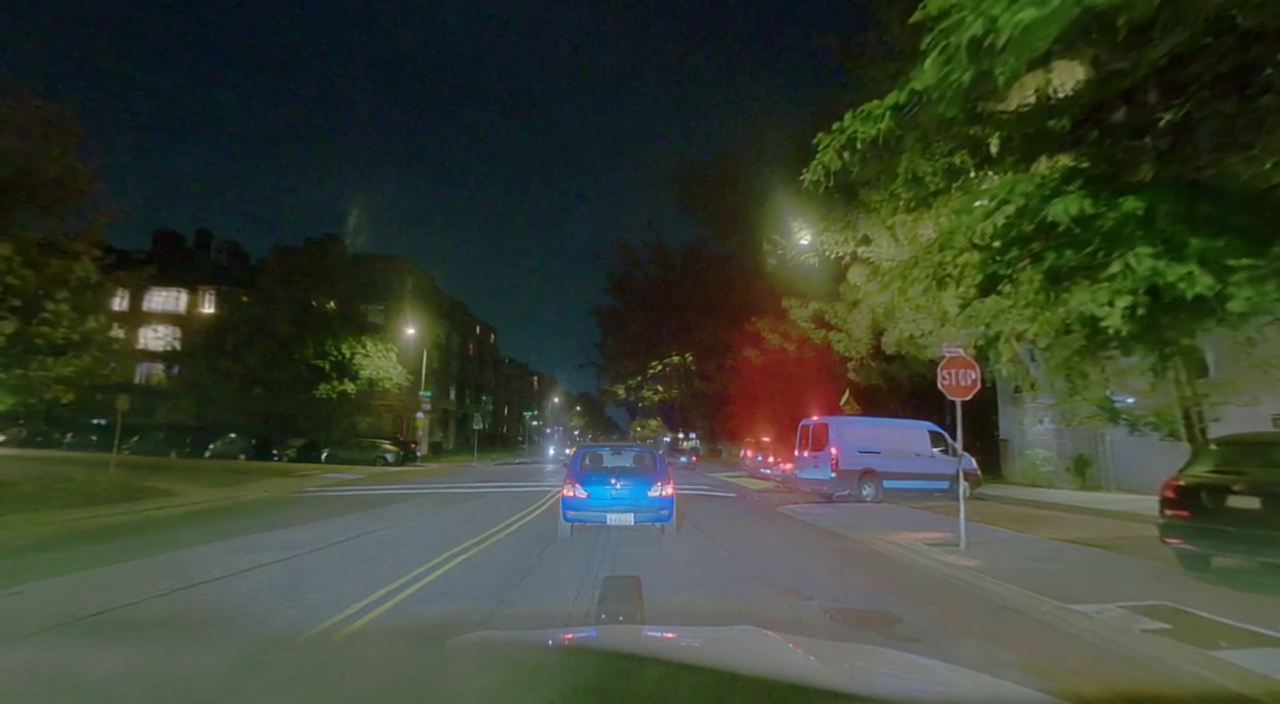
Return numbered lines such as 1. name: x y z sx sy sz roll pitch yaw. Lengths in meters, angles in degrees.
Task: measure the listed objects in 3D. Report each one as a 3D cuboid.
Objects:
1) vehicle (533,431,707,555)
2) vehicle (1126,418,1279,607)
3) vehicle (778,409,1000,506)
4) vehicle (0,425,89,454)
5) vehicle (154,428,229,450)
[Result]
1. vehicle: -0.304 2.023 9.828 2.065 1.450 4.522 0 -9 -2
2. vehicle: 7.298 1.596 6.765 3.957 1.650 1.971 6 -10 -33
3. vehicle: 6.430 2.675 16.273 5.385 2.146 2.143 4 -10 -26
4. vehicle: -32.189 4.649 33.404 4.006 1.491 2.007 1 -9 -5
5. vehicle: -32.251 6.274 45.473 3.915 1.574 1.850 0 -9 2
